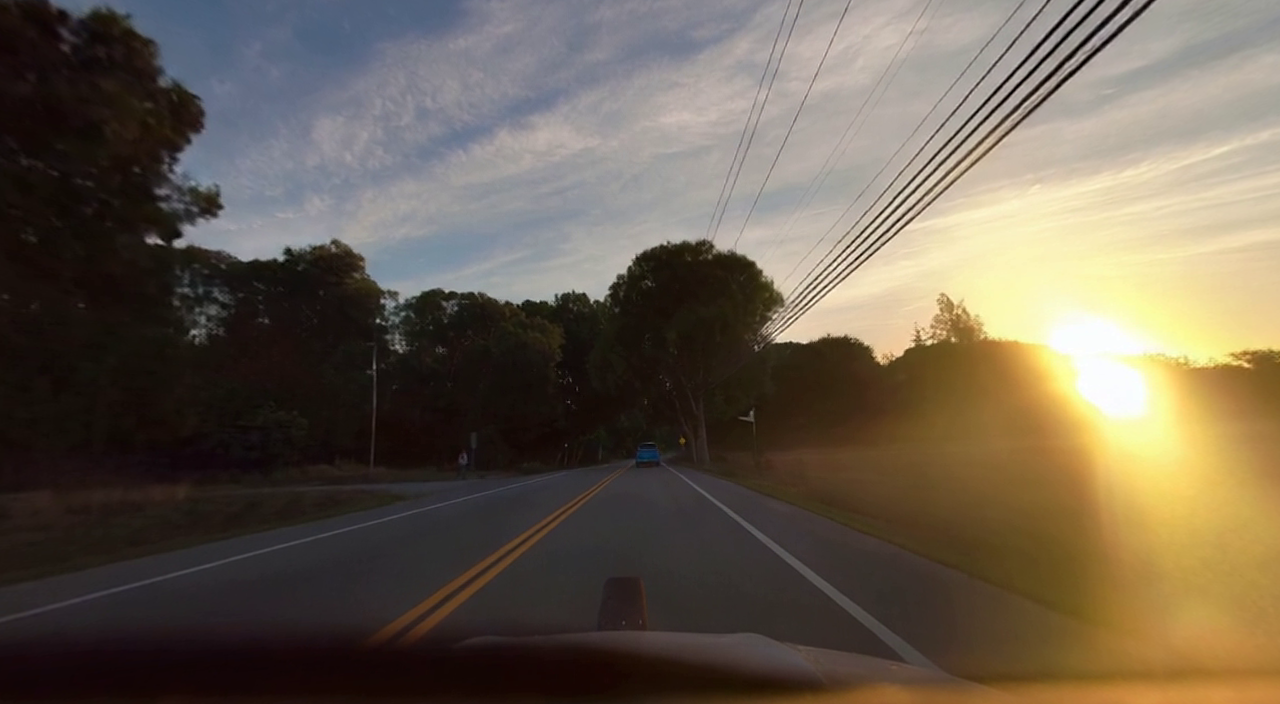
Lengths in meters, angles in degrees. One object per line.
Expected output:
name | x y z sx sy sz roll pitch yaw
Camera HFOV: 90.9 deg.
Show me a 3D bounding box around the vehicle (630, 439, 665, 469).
vehicle | 0.512 7.579 47.028 2.468 2.056 4.422 0 -8 0
